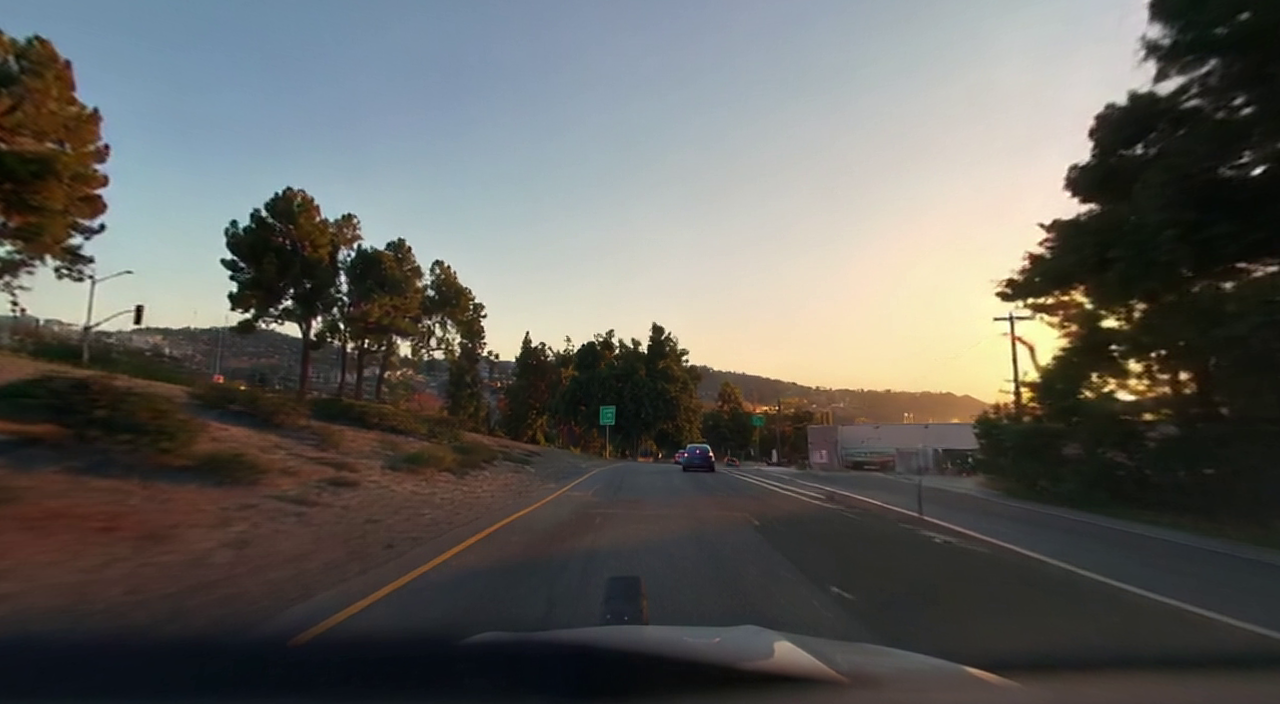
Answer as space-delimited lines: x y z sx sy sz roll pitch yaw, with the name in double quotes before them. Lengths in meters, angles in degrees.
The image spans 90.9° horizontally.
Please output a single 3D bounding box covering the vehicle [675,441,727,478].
"vehicle" 2.638 4.737 28.235 1.956 1.473 4.640 1 -8 1
